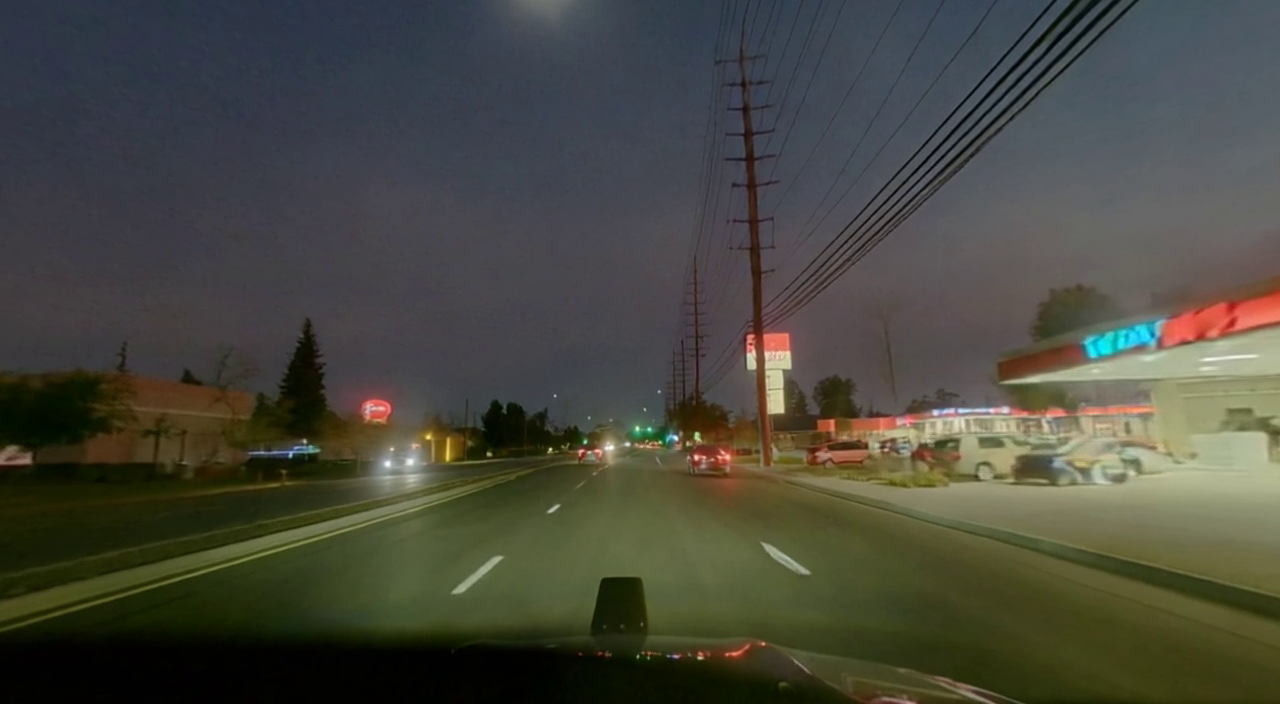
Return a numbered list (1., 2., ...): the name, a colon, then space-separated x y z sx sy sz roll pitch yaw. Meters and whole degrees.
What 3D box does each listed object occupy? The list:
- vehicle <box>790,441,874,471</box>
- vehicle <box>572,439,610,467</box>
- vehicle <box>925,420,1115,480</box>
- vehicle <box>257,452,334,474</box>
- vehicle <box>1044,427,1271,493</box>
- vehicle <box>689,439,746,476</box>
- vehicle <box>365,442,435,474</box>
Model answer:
1. vehicle: 11.141 6.033 36.731 4.144 1.540 1.913 -1 -7 -7
2. vehicle: -3.093 6.461 40.450 2.047 1.664 4.148 0 -9 1
3. vehicle: 12.243 3.187 20.542 4.832 1.813 2.170 1 -9 -5
4. vehicle: -26.460 8.537 48.476 4.739 1.607 2.045 -1 -9 5
5. vehicle: 13.002 2.704 16.008 4.126 1.523 2.063 1 -9 -8
6. vehicle: 3.437 4.767 28.672 1.978 1.455 4.195 2 -9 -1
7. vehicle: -16.143 7.143 42.154 2.358 1.904 5.603 8 -14 -42
